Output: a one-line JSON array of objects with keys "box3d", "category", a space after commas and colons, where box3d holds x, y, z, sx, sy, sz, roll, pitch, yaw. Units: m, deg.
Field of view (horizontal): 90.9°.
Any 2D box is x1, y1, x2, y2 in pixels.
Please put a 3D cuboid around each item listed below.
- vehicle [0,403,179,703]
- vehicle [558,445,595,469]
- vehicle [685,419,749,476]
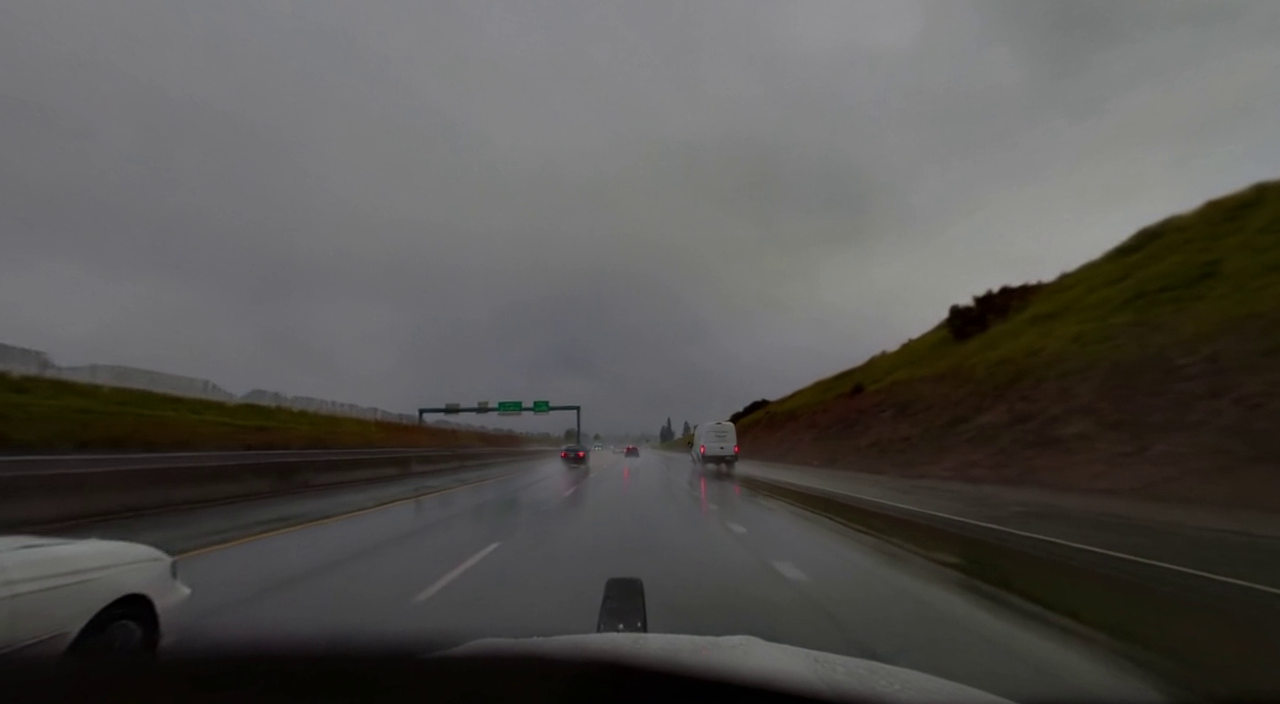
[{"box3d": [-3.503, 0.731, 0.989, 1.939, 1.513, 4.773, 0, -9, 0], "category": "vehicle"}, {"box3d": [-4.301, 7.170, 43.068, 2.054, 1.529, 4.368, 0, -9, 0], "category": "vehicle"}, {"box3d": [3.768, 4.873, 32.139, 2.361, 2.636, 5.684, 0, -9, -1], "category": "vehicle"}]
